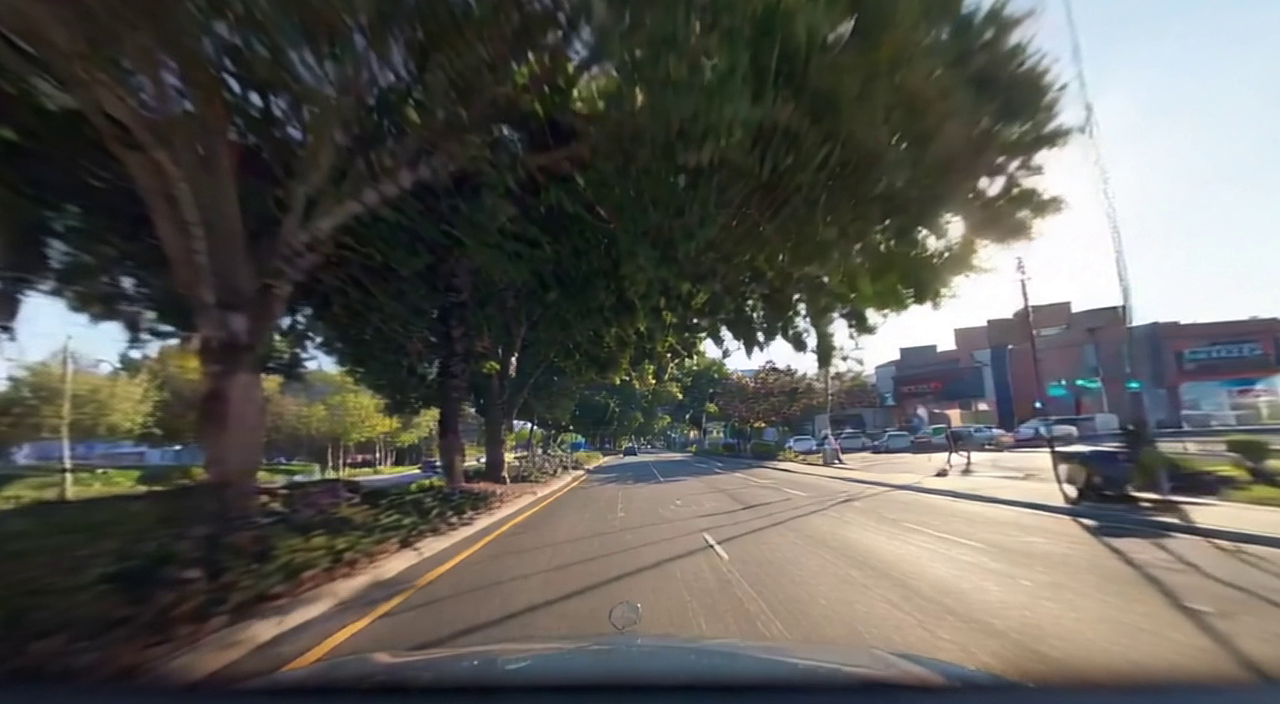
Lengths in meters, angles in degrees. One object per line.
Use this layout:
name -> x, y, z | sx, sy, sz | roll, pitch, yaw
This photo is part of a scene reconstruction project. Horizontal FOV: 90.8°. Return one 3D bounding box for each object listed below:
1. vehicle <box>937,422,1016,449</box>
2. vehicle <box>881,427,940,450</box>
vehicle -> 19.039, 4.786, 36.003 | 1.797, 1.425, 4.645 | 0, -8, -2
vehicle -> 18.939, 6.148, 44.430 | 2.091, 1.429, 4.352 | -2, -9, -1
